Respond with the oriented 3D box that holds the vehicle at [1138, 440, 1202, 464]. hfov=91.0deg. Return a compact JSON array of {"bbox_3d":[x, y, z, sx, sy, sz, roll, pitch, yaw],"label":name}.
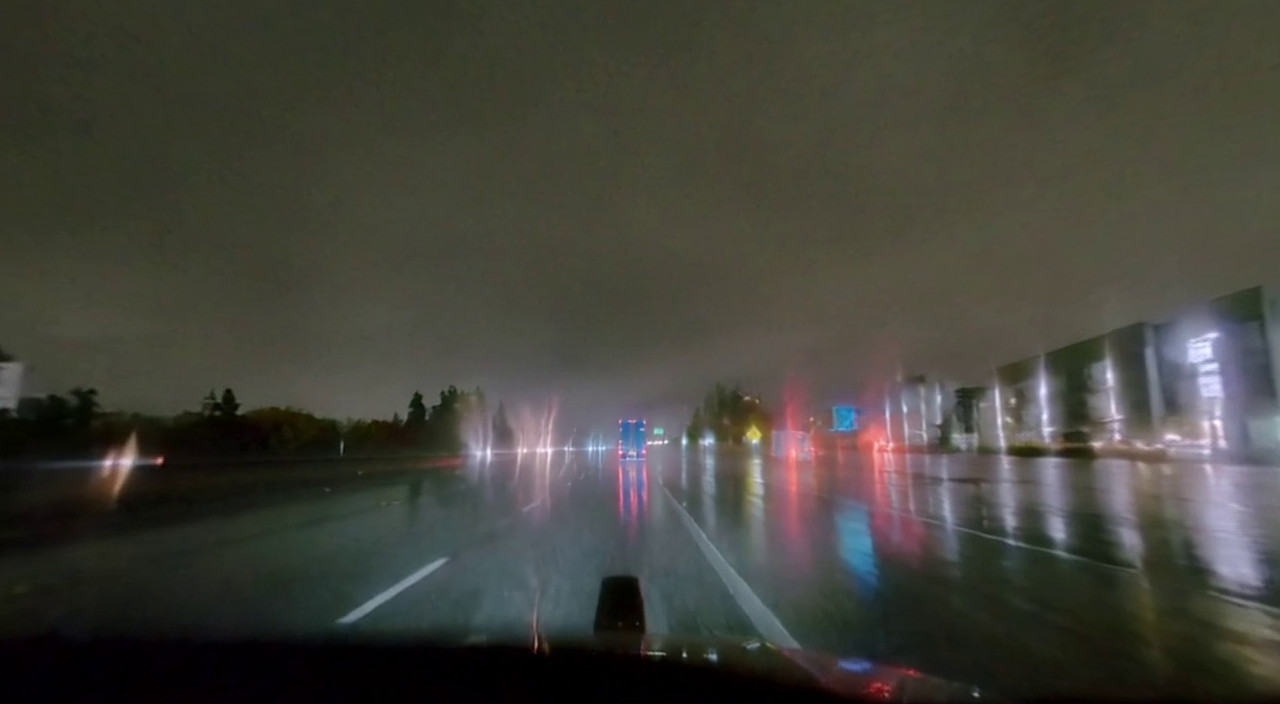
[{"bbox_3d":[35.143,6.619,41.902,1.802,1.508,4.220,-4,-9,20],"label":"vehicle"}]
